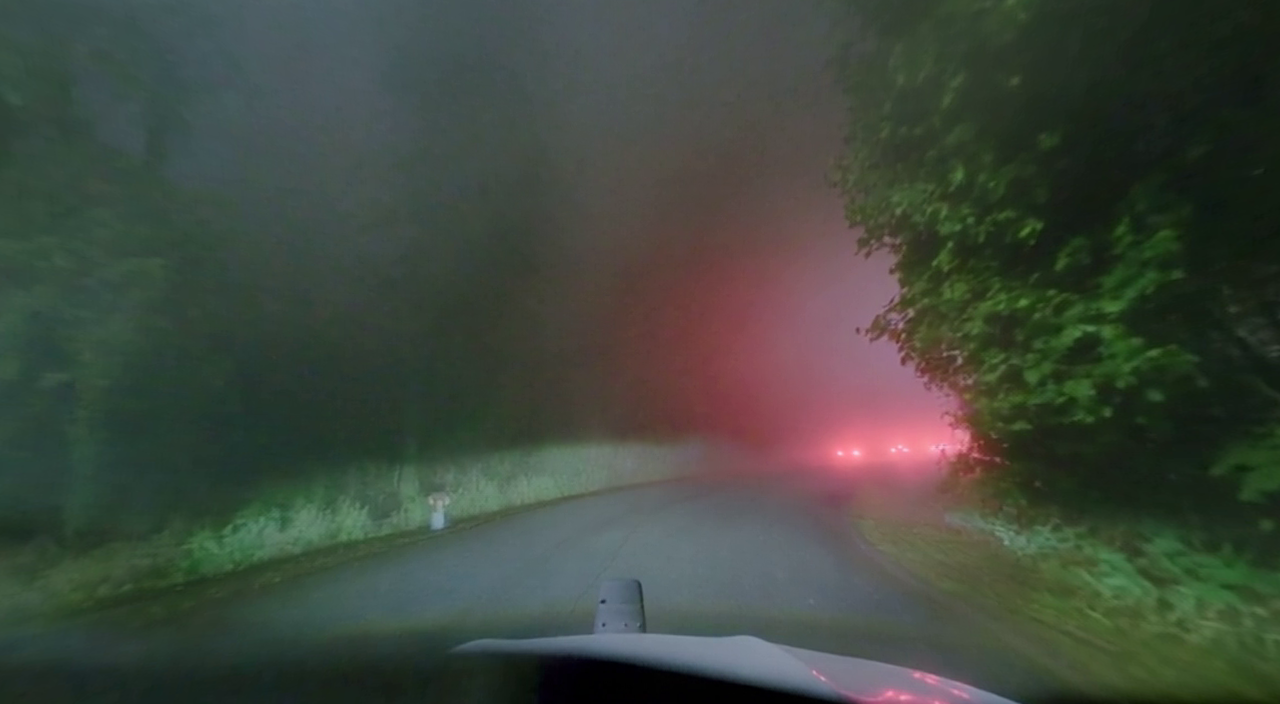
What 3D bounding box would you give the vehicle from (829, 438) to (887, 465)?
[{"bbox_3d":[15.606,7.064,44.849,4.257,1.789,1.988,7,-10,-39],"label":"vehicle"}]
